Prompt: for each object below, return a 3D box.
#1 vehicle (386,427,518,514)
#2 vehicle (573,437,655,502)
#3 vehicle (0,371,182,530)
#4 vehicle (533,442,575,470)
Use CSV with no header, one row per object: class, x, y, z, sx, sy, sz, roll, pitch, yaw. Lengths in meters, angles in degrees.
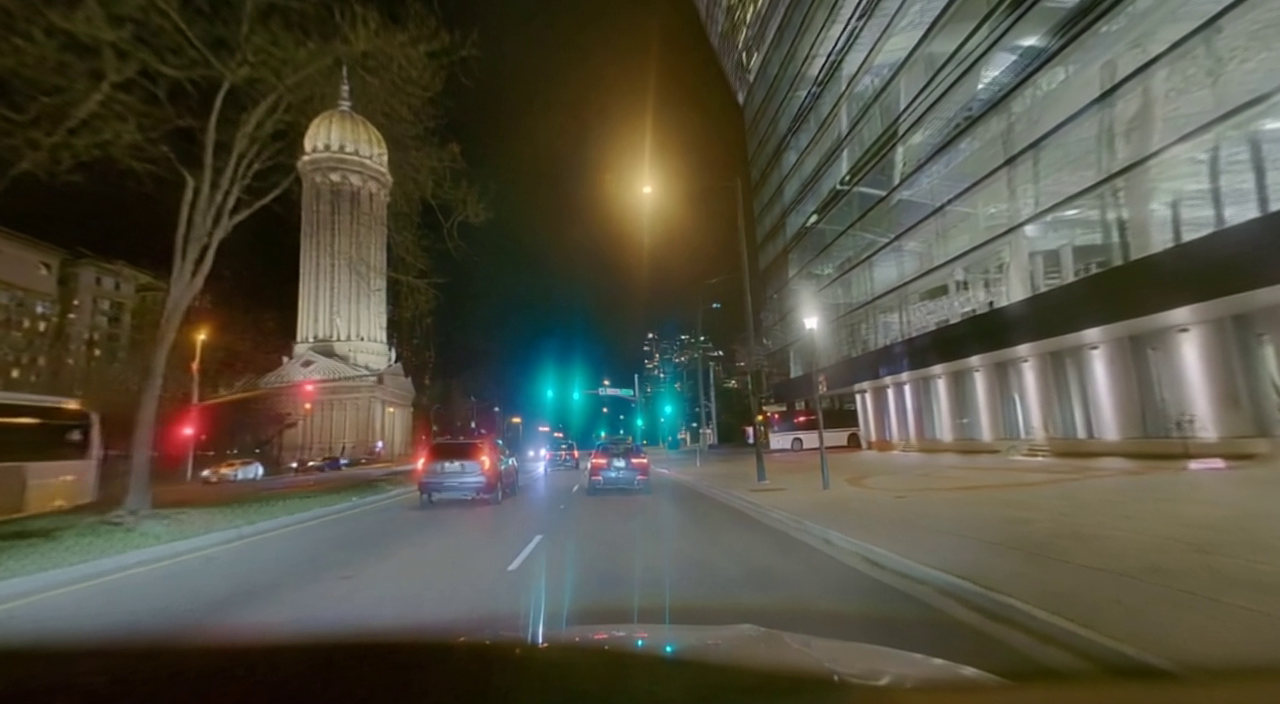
vehicle,-3.940,2.541,13.903,1.848,1.641,3.686,0,-9,-2
vehicle,-0.683,3.074,16.826,1.933,1.504,3.802,1,-9,-2
vehicle,-15.102,2.233,14.304,2.804,3.352,8.895,0,-9,-1
vehicle,-4.831,5.885,35.891,1.961,1.517,4.202,1,-9,-3
